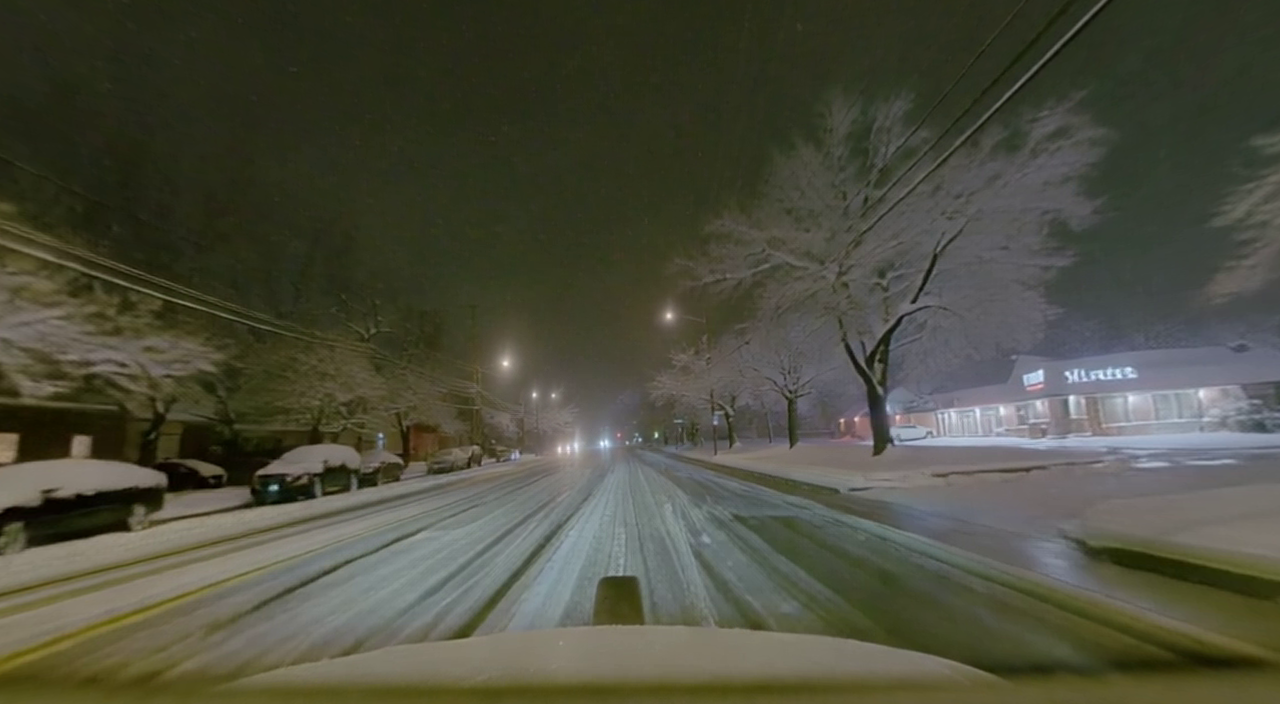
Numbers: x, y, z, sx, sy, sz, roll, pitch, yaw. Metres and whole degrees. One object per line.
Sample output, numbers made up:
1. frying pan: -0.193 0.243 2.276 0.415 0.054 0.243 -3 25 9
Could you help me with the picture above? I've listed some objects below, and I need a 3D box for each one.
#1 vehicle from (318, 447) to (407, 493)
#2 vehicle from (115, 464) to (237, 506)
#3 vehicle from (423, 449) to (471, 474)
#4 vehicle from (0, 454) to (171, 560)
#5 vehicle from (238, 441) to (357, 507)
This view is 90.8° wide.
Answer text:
1. vehicle: -12.162 5.152 28.005 2.076 1.681 4.423 -4 -9 -2
2. vehicle: -18.162 5.190 25.013 1.963 1.383 3.903 2 -9 -3
3. vehicle: -12.521 7.113 41.290 1.958 1.457 4.254 0 -8 -2
4. vehicle: -11.780 2.857 12.087 1.950 1.720 4.868 0 -8 -1
5. vehicle: -12.064 4.261 22.592 2.015 1.884 4.488 -6 -8 -5
